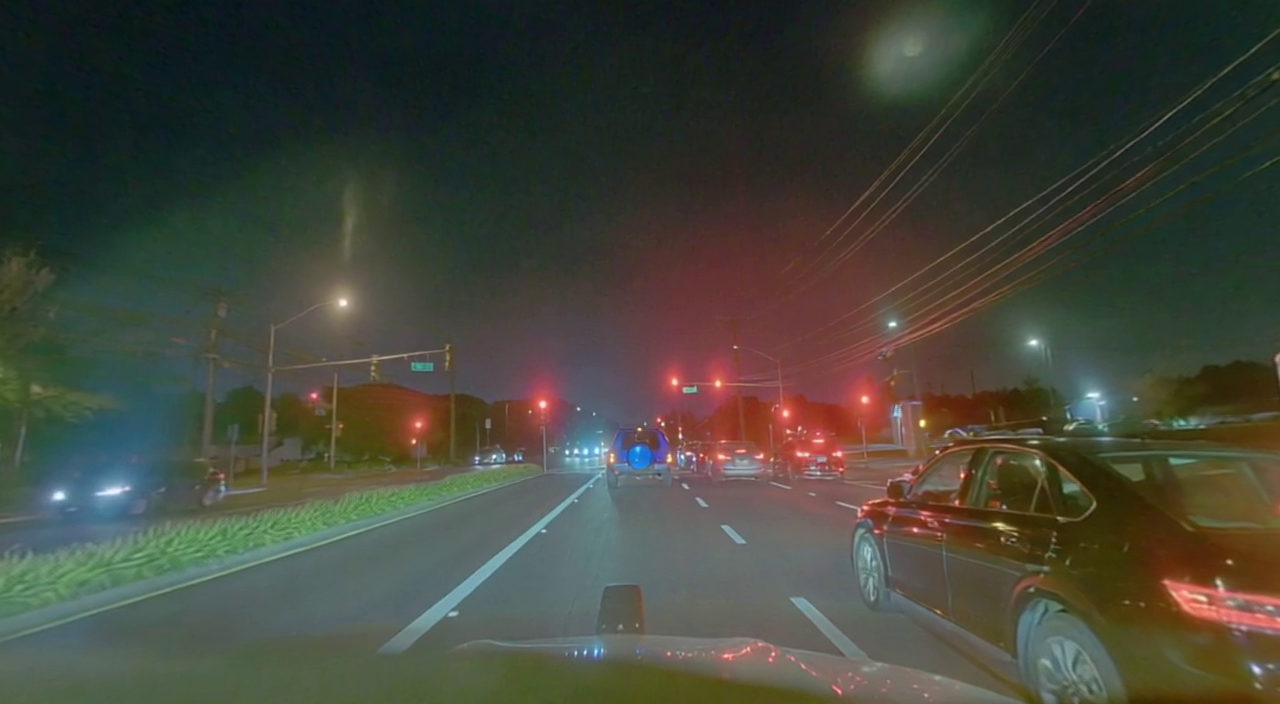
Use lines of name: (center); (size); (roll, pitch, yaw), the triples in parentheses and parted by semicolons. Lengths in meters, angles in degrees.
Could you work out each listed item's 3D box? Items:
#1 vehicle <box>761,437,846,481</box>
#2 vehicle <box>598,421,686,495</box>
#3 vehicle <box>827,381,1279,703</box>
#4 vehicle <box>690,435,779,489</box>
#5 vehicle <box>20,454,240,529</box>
vehicle: (5.902, 3.918, 23.391); (1.926, 1.472, 4.449); (0, -9, -1)
vehicle: (0.029, 3.054, 18.559); (2.236, 1.856, 4.816); (0, -9, 0)
vehicle: (2.756, 1.084, 3.572); (2.004, 1.460, 4.297); (0, -9, -1)
vehicle: (2.800, 3.398, 19.803); (2.025, 1.477, 4.333); (0, -9, -1)
vehicle: (-12.175, 3.310, 15.595); (1.952, 1.475, 4.442); (0, -9, -4)
